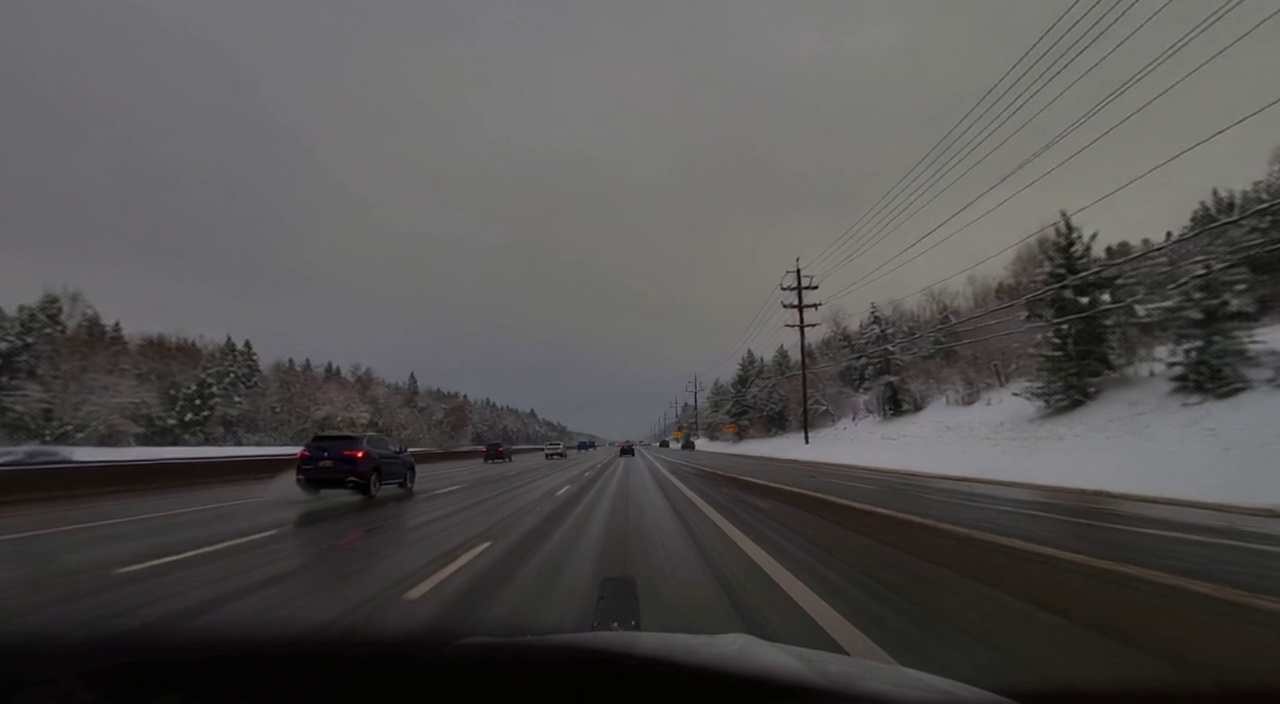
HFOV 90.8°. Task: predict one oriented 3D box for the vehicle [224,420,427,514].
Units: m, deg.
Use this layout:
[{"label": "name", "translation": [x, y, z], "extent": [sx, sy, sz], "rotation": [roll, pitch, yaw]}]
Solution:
[{"label": "vehicle", "translation": [-7.023, 2.637, 15.030], "extent": [2.115, 1.799, 5.444], "rotation": [0, -9, -1]}]
